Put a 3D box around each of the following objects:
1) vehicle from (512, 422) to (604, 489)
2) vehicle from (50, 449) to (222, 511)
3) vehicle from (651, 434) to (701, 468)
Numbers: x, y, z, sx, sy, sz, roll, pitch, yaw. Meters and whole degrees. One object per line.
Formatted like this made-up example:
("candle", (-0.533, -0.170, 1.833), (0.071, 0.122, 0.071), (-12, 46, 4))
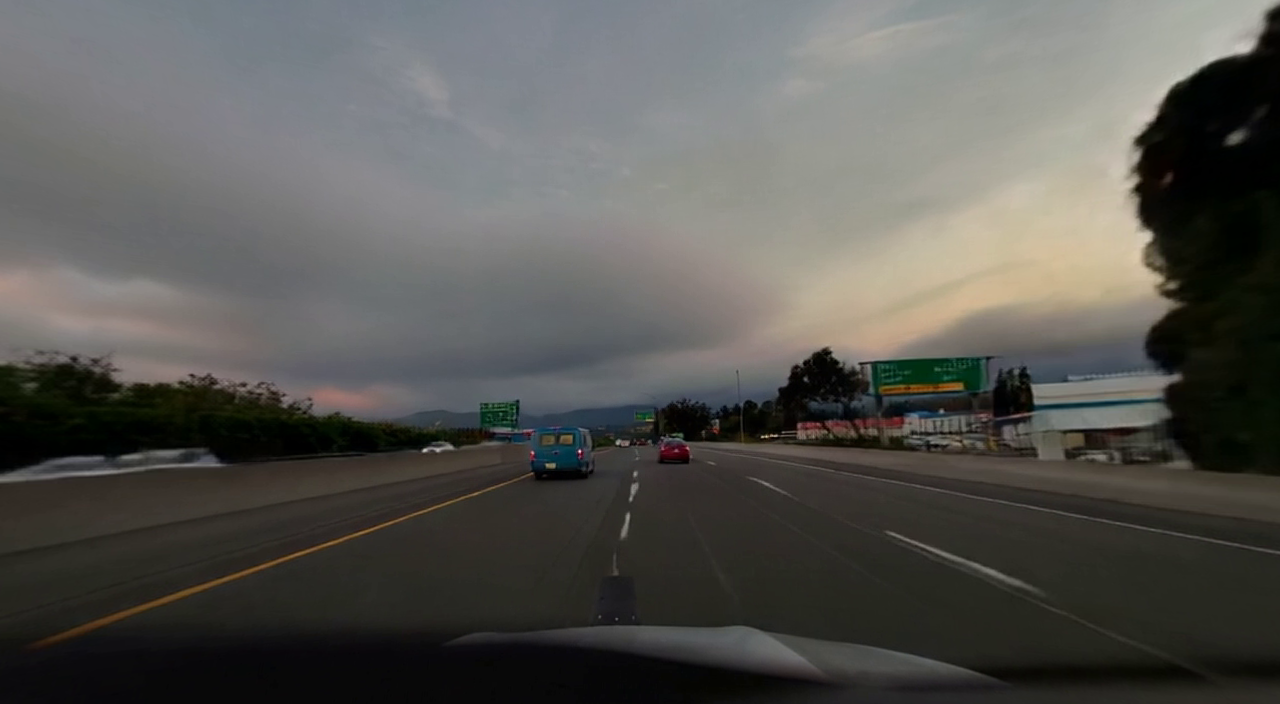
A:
("vehicle", (-2.269, 2.983, 18.680), (2.061, 1.732, 4.457), (0, -8, 1))
("vehicle", (-13.880, 3.487, 17.654), (1.805, 1.467, 3.531), (0, -8, 1))
("vehicle", (1.683, 4.852, 31.159), (2.151, 1.550, 4.694), (0, -8, -1))
